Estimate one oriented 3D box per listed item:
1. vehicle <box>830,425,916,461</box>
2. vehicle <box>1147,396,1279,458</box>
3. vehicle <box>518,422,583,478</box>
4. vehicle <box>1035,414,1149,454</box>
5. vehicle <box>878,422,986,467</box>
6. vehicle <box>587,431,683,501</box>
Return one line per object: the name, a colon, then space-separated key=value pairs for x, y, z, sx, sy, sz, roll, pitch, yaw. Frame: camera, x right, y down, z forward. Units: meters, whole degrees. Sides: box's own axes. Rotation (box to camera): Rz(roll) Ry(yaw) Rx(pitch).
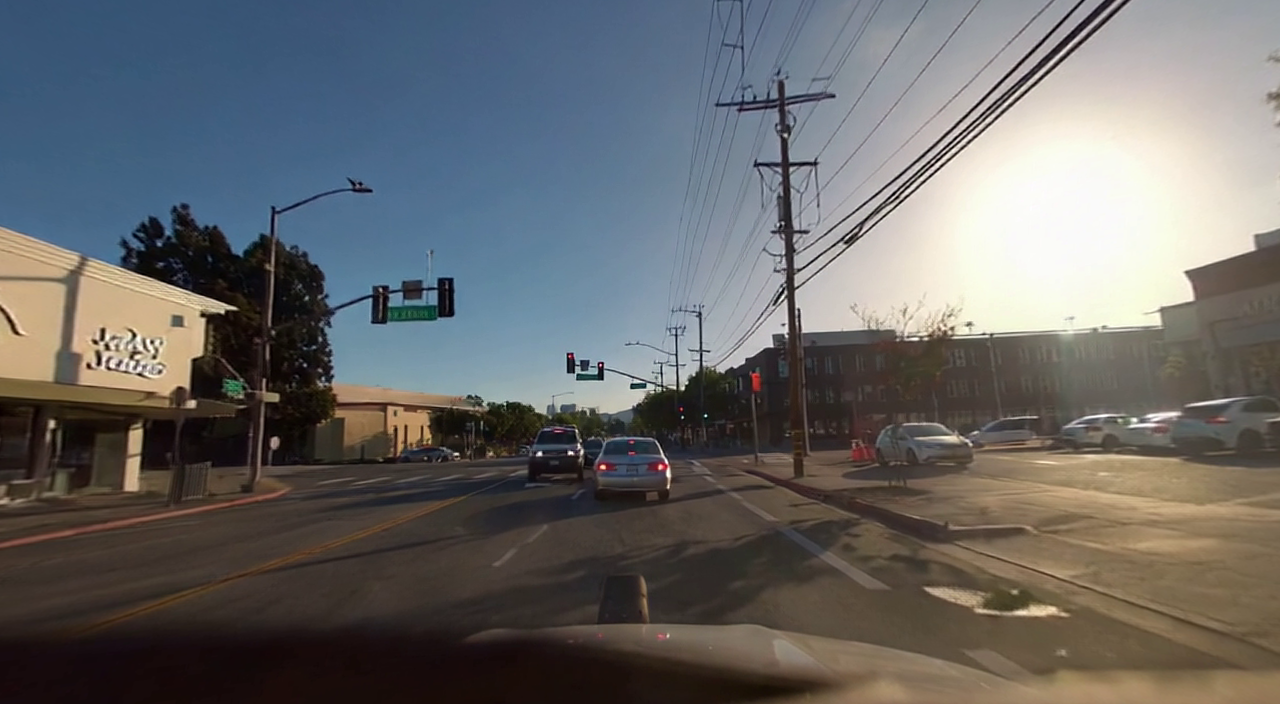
vehicle: x=10.532 y=4.176 z=28.885 sx=1.842 sy=1.471 sz=4.481 roll=1 pitch=-8 yaw=-6
vehicle: x=19.299 y=2.454 z=20.705 sx=4.261 sy=1.752 sz=2.151 roll=1 pitch=-11 yaw=-23
vehicle: x=-3.182 y=3.570 z=23.131 sx=2.106 sy=1.852 sz=4.512 roll=1 pitch=-8 yaw=-6
vehicle: x=18.614 y=3.401 z=25.949 sx=4.446 sy=1.511 sz=1.977 roll=4 pitch=-10 yaw=-29
vehicle: x=10.410 y=3.361 z=22.877 sx=1.888 sy=1.455 sz=4.268 roll=0 pitch=-8 yaw=0
vehicle: x=-0.185 y=2.770 z=15.727 sx=2.070 sy=1.481 sz=4.216 roll=0 pitch=-8 yaw=-2
